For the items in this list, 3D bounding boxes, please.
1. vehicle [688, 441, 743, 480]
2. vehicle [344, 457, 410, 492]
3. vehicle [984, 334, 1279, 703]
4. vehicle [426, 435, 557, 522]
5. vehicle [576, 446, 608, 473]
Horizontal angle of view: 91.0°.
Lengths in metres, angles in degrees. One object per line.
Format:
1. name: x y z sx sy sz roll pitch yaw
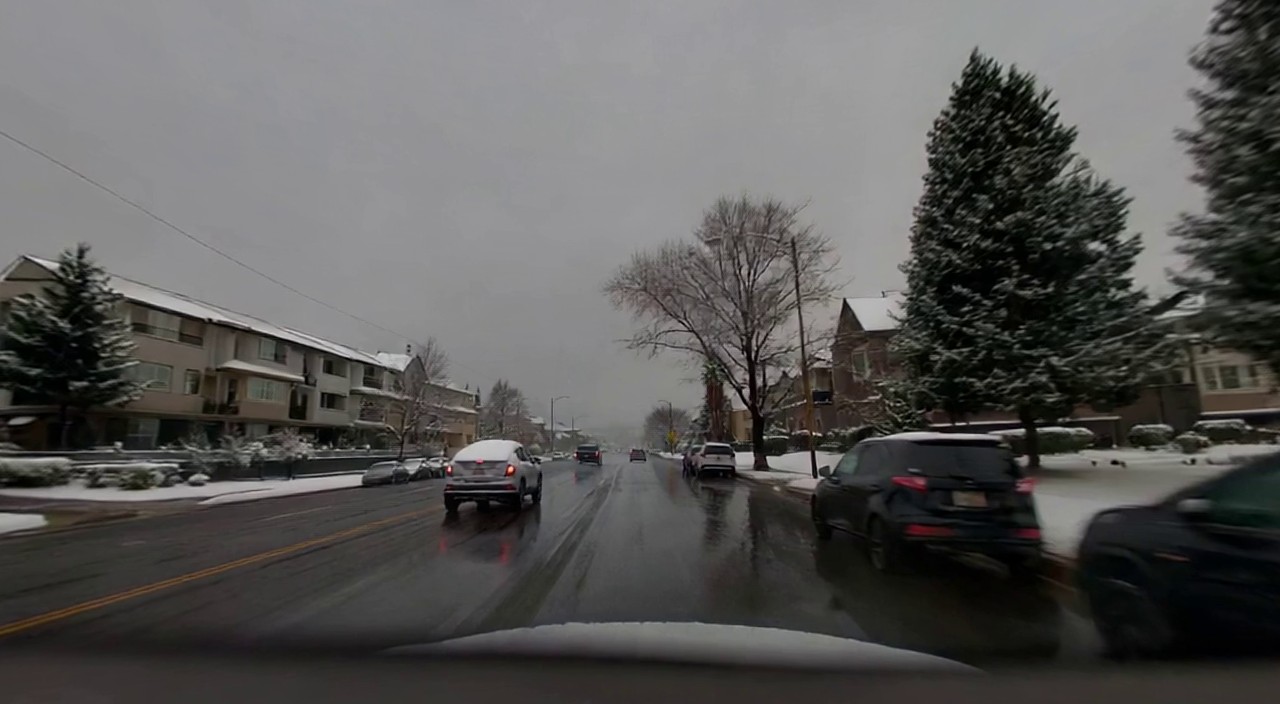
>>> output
1. vehicle: 3.747 5.499 32.255 2.125 1.768 5.544 0 -9 0
2. vehicle: -13.717 6.387 33.066 1.787 1.461 4.367 -4 -8 -2
3. vehicle: 3.716 0.854 2.742 1.969 1.828 4.273 0 -9 0
4. vehicle: -3.153 2.759 14.231 1.929 1.651 3.948 0 -9 1
5. vehicle: -3.464 7.912 46.613 1.994 1.810 5.057 0 -9 0
